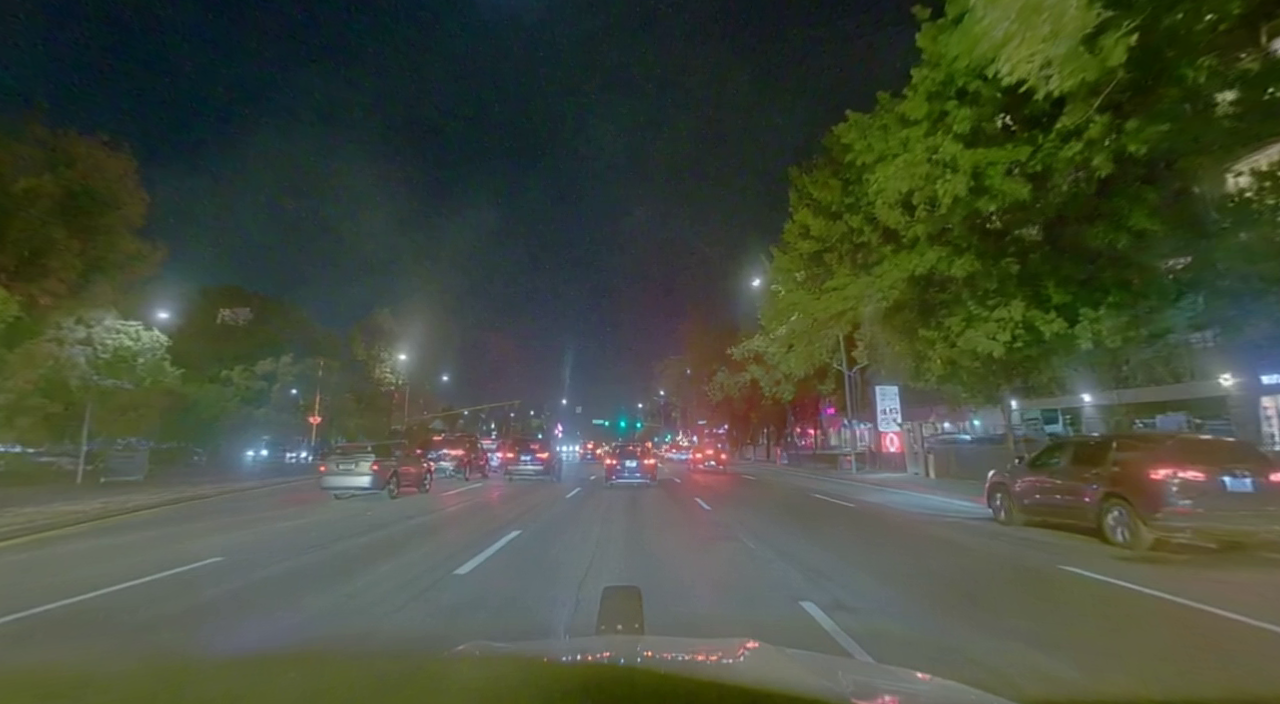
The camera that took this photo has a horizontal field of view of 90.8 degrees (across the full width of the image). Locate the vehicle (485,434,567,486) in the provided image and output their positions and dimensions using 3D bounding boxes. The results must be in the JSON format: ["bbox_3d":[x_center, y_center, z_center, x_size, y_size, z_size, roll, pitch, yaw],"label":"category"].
[{"bbox_3d":[-3.883,3.771,22.333,2.009,1.619,4.376,0,-9,1],"label":"vehicle"}]

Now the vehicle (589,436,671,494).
[{"bbox_3d":[-0.274,3.322,18.913,2.161,1.501,4.184,0,-9,0],"label":"vehicle"}]

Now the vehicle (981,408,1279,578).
[{"bbox_3d":[6.654,1.711,8.410,1.889,1.681,4.120,0,-9,0],"label":"vehicle"}]

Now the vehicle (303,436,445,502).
[{"bbox_3d":[-6.877,3.061,16.964,1.877,1.493,4.624,0,-9,-1],"label":"vehicle"}]

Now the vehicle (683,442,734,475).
[{"bbox_3d":[3.253,5.154,30.771,1.905,1.473,4.183,0,-9,-1],"label":"vehicle"}]
